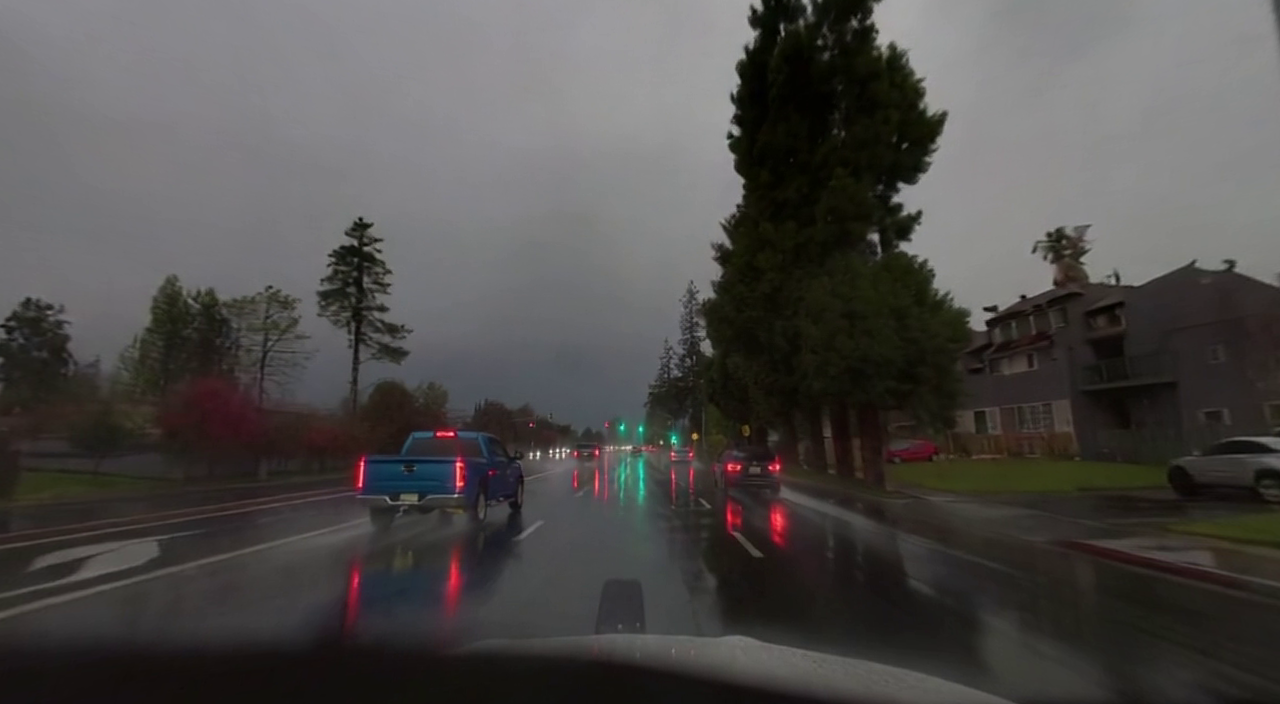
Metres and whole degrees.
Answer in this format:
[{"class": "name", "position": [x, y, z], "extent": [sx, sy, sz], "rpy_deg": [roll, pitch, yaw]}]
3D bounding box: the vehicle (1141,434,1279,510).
[{"class": "vehicle", "position": [13.985, 2.654, 14.362], "extent": [1.929, 1.502, 4.177], "rpy_deg": [-1, -8, 4]}]

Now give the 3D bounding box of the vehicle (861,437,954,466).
[{"class": "vehicle", "position": [16.304, 6.077, 38.638], "extent": [4.759, 1.673, 1.972], "rpy_deg": [0, -8, -2]}]

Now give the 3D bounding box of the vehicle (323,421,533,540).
[{"class": "vehicle", "position": [-3.589, 2.288, 12.036], "extent": [2.111, 1.745, 5.274], "rpy_deg": [0, -8, 1]}]

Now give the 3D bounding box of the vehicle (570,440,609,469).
[{"class": "vehicle", "position": [-3.333, 6.897, 42.697], "extent": [2.218, 1.829, 4.492], "rpy_deg": [0, -8, 1]}]

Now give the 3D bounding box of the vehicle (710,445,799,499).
[{"class": "vehicle", "position": [3.385, 3.614, 19.472], "extent": [1.884, 1.463, 4.195], "rpy_deg": [0, -8, -1]}]
